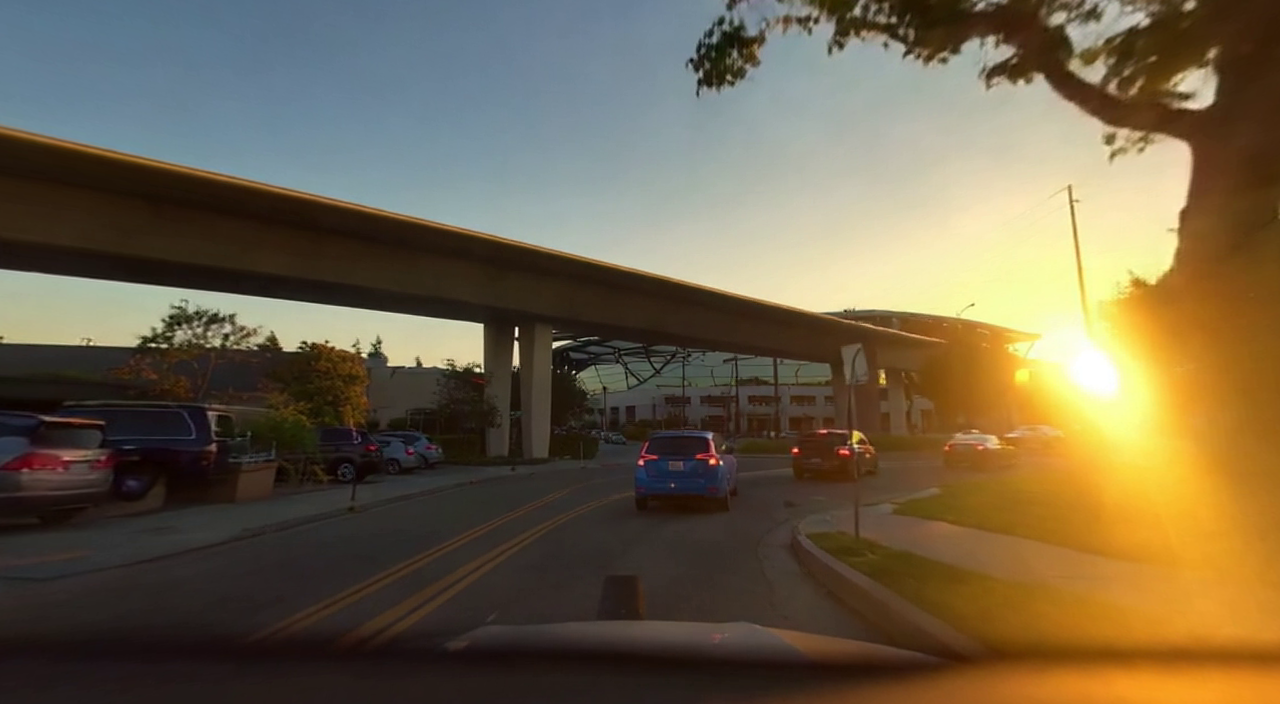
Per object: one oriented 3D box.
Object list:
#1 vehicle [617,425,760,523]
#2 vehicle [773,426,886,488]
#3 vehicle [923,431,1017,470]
[{"bbox_3d":[1.204,2.376,12.878,2.087,1.578,4.652,-2,-9,14],"label":"vehicle"},{"bbox_3d":[6.710,3.580,22.028,2.241,1.885,4.771,-5,-10,36],"label":"vehicle"},{"bbox_3d":[16.124,4.779,30.840,4.310,1.762,1.995,5,-10,-30],"label":"vehicle"}]
